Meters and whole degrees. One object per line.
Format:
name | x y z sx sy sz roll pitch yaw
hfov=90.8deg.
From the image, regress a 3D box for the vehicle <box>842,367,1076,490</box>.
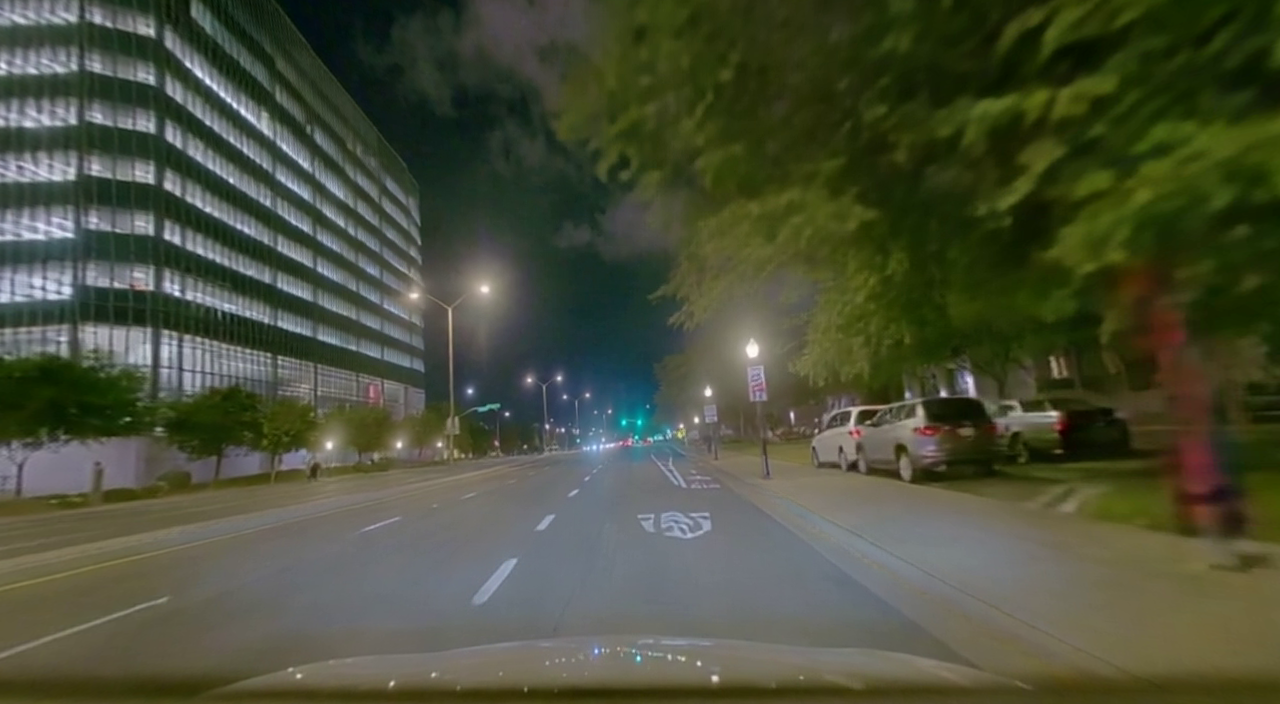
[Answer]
vehicle | 6.473 1.726 13.774 2.160 1.944 5.086 -7 -8 -2
